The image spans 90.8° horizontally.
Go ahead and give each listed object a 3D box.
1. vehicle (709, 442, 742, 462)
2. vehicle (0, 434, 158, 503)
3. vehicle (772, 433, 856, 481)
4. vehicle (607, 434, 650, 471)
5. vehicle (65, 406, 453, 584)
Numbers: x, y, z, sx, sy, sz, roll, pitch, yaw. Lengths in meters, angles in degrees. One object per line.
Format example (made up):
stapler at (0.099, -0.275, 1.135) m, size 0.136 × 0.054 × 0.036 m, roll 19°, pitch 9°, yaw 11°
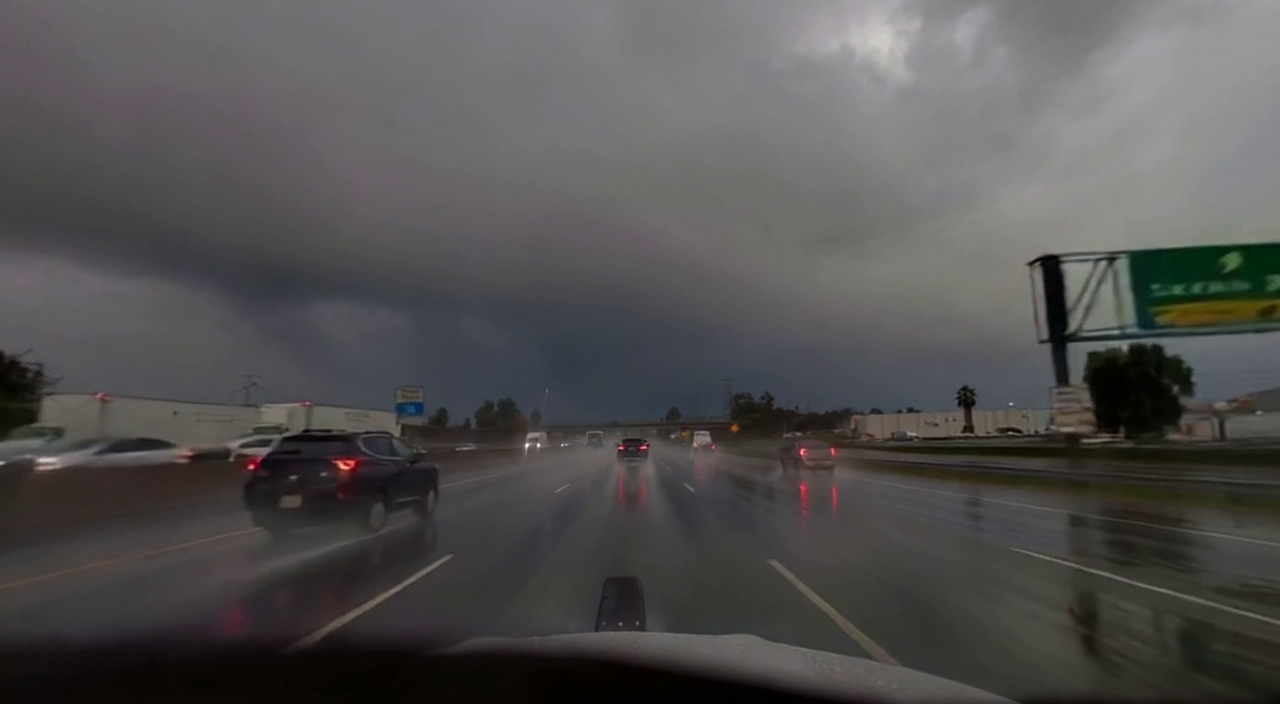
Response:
vehicle at (6.632, 7.795, 49.269) m, size 1.879 × 1.428 × 4.402 m, roll 0°, pitch -9°, yaw -1°
vehicle at (-13.788, 2.743, 15.210) m, size 1.599 × 1.438 × 3.419 m, roll 0°, pitch -9°, yaw 0°
vehicle at (6.540, 3.993, 24.232) m, size 1.944 × 1.666 × 4.184 m, roll 0°, pitch -9°, yaw -1°
vehicle at (-0.528, 5.089, 32.139) m, size 2.002 × 1.759 × 4.658 m, roll 0°, pitch -8°, yaw 0°
vehicle at (-4.220, 1.669, 8.225) m, size 2.126 × 1.631 × 4.643 m, roll 0°, pitch -8°, yaw 0°
